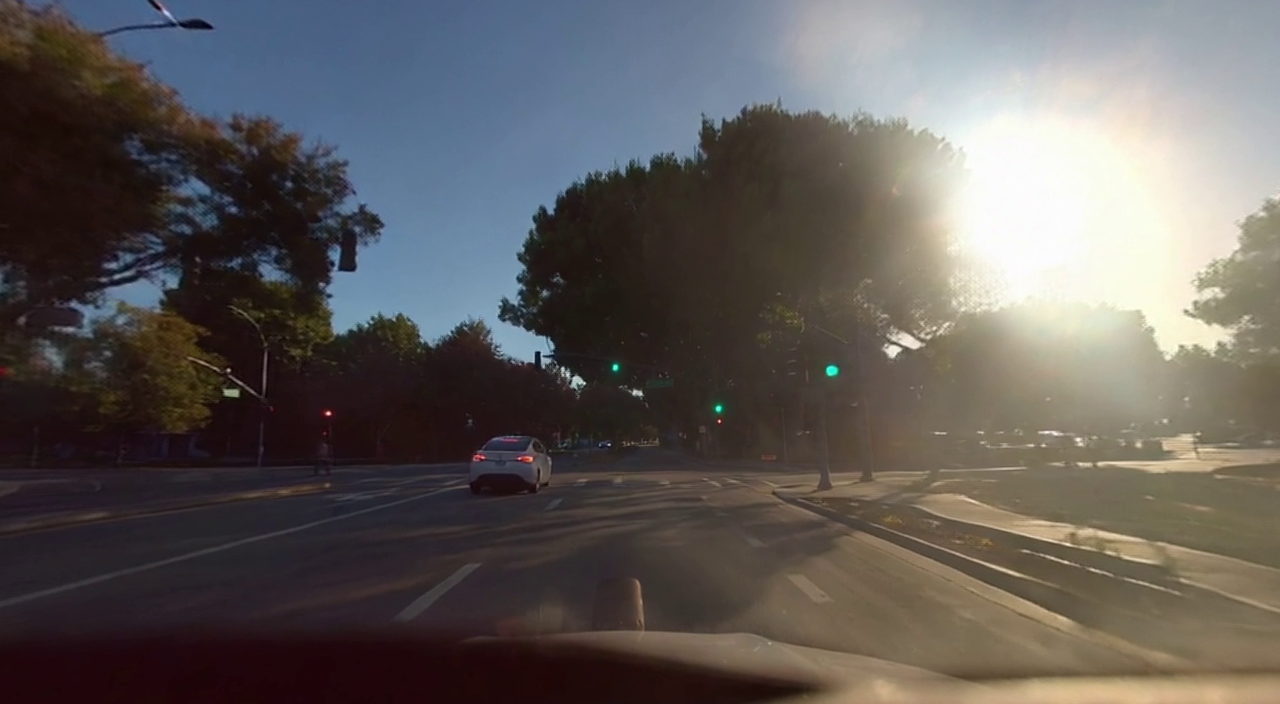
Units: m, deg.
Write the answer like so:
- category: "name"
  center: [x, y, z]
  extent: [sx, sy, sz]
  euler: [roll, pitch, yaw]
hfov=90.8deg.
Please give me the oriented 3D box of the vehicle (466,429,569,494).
- category: "vehicle"
  center: [-3.299, 3.064, 17.976]
  extent: [2.076, 1.599, 4.483]
  euler: [0, -9, -1]
